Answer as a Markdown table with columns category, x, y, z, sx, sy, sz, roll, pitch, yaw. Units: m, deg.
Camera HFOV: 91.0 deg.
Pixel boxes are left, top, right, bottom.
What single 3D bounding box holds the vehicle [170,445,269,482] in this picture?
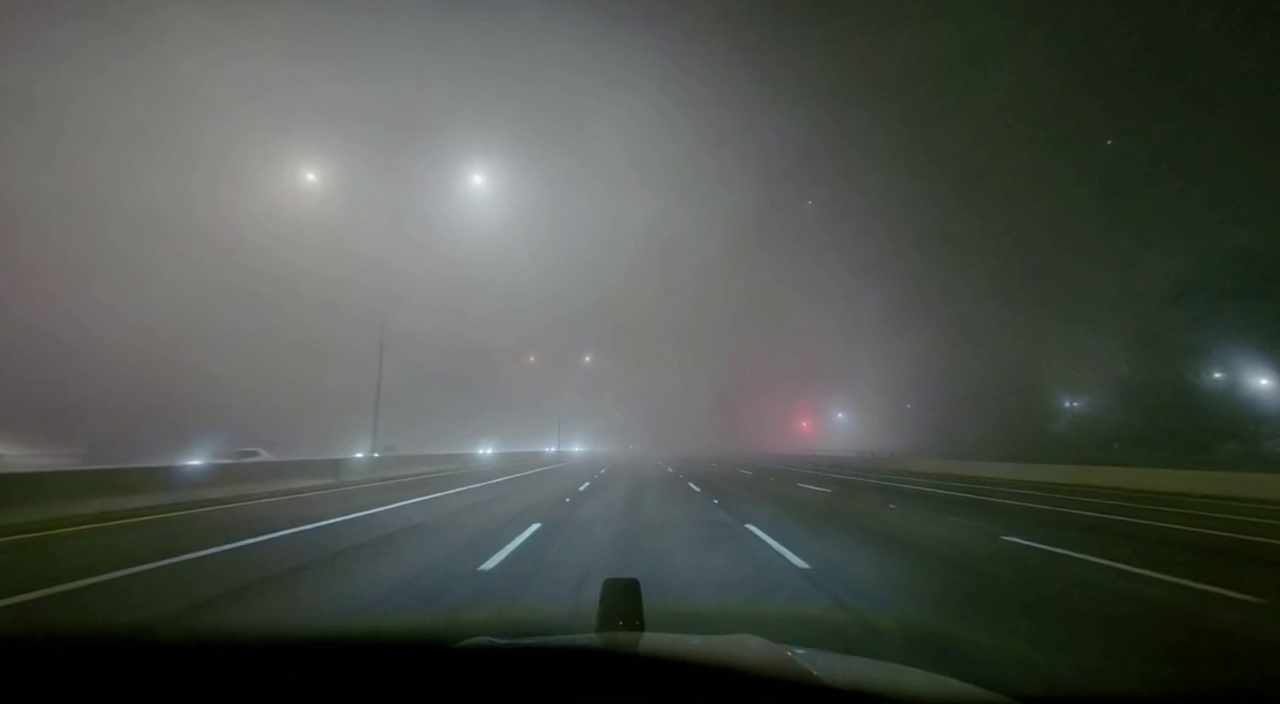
| category | x | y | z | sx | sy | sz | roll | pitch | yaw |
| --- | --- | --- | --- | --- | --- | --- | --- | --- | --- |
| vehicle | -17.771 | 4.711 | 26.843 | 1.644 | 1.462 | 3.713 | 0 | -9 | 0 |
